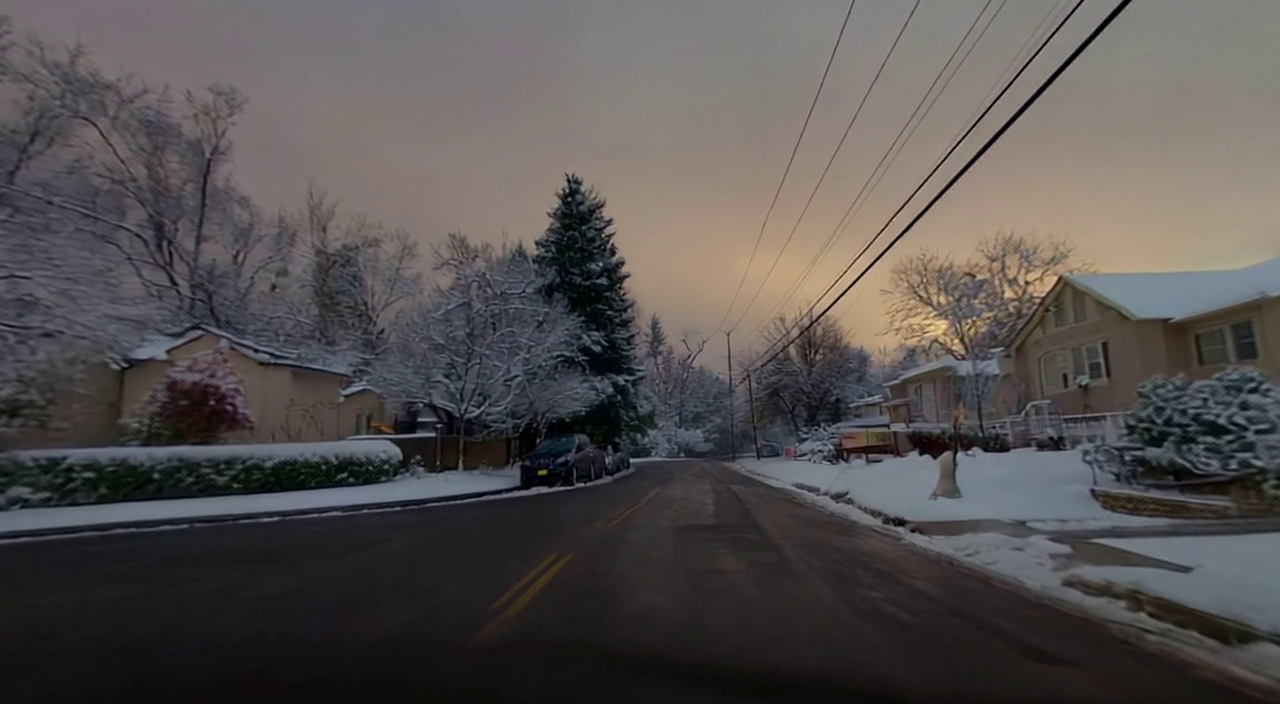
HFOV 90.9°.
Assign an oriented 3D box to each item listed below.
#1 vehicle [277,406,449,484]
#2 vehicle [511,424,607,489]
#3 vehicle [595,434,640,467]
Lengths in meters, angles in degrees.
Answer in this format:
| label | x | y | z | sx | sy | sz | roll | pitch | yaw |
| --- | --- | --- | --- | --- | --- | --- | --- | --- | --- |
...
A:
| label | x | y | z | sx | sy | sz | roll | pitch | yaw |
| --- | --- | --- | --- | --- | --- | --- | --- | --- | --- |
| vehicle | -10.728 | 3.674 | 25.028 | 5.828 | 2.818 | 2.231 | 2 | -9 | -15 |
| vehicle | -2.614 | 3.611 | 22.099 | 2.463 | 1.951 | 5.794 | 0 | -8 | 2 |
| vehicle | -1.285 | 6.001 | 38.426 | 2.139 | 1.882 | 4.635 | -1 | -8 | 6 |
